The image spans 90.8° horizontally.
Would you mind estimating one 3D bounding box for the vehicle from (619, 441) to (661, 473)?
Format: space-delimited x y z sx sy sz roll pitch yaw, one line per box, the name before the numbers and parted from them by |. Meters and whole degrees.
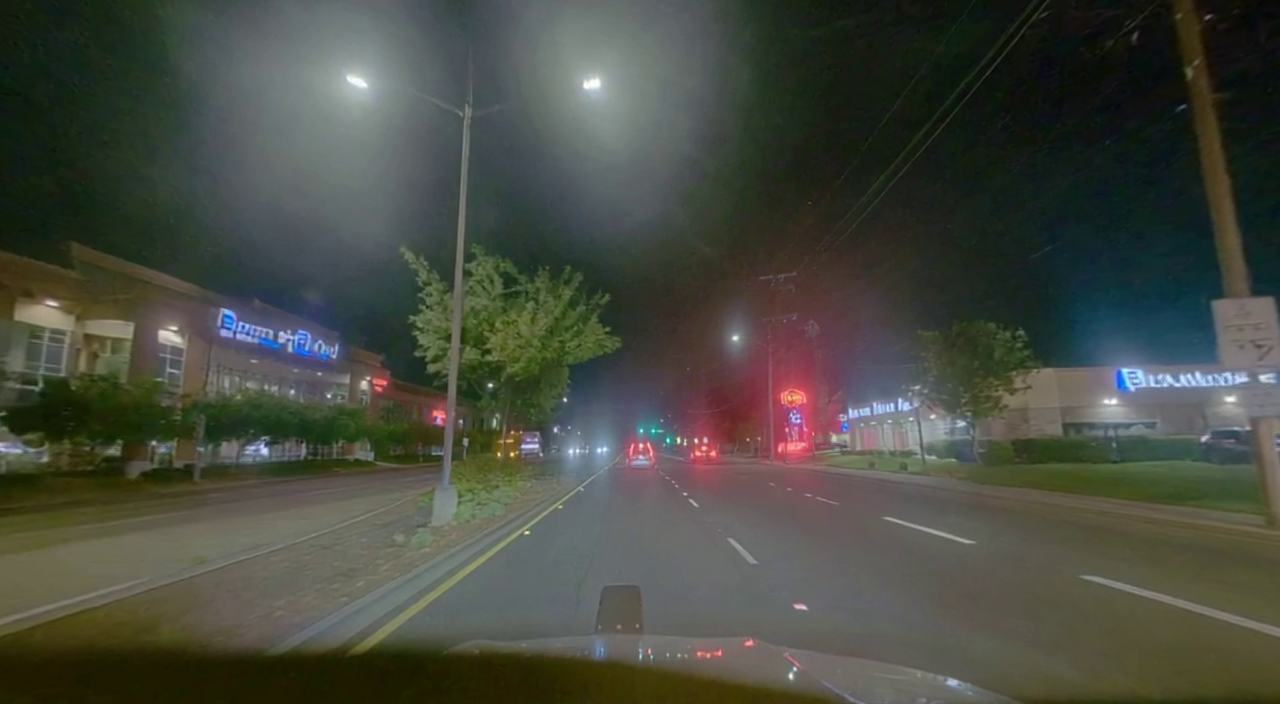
vehicle | -0.030 5.589 33.893 2.072 1.545 4.578 0 -8 0
